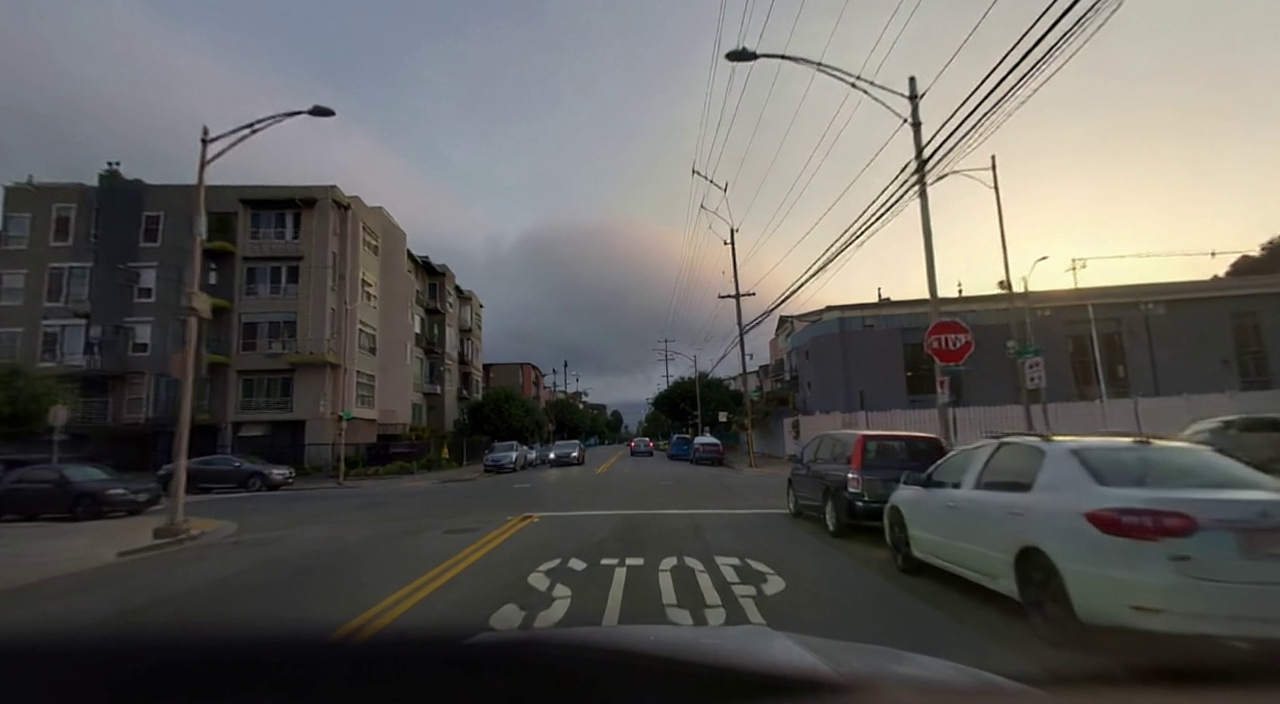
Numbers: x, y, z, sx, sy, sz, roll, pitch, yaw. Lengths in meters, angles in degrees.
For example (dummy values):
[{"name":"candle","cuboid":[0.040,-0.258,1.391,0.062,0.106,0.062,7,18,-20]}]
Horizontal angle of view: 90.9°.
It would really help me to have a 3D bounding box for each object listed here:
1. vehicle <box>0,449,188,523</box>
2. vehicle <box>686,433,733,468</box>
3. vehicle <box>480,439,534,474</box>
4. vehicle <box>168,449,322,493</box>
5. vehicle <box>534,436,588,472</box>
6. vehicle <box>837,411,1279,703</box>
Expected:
[{"name":"vehicle","cuboid":[-16.495,3.808,18.024,5.392,1.808,2.324,-2,-9,1]},{"name":"vehicle","cuboid":[3.858,5.588,35.826,2.164,1.721,4.416,-4,-9,1]},{"name":"vehicle","cuboid":[-7.549,5.985,36.294,2.140,1.874,4.475,0,-8,0]},{"name":"vehicle","cuboid":[-17.182,5.168,27.598,5.354,1.773,1.991,0,-9,0]},{"name":"vehicle","cuboid":[-4.211,5.536,34.384,2.201,1.801,4.750,-1,-8,2]},{"name":"vehicle","cuboid":[3.436,1.380,5.405,1.888,1.495,4.567,0,-8,-2]}]
